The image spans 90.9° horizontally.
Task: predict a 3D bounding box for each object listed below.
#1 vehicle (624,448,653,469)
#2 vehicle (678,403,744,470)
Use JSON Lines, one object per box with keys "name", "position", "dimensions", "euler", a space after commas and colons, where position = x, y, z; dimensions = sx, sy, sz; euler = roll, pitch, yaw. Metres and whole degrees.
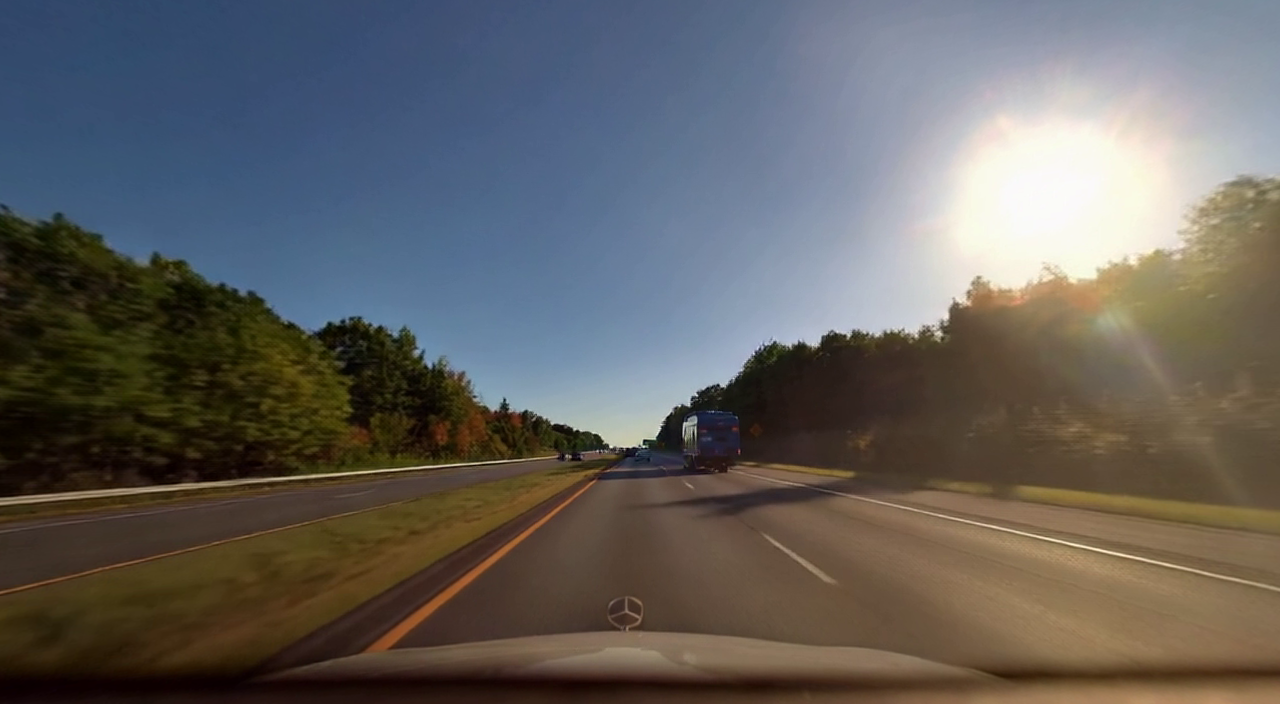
{"name": "vehicle", "position": [-0.145, 7.381, 43.785], "dimensions": [1.926, 1.386, 3.615], "euler": [0, -9, 0]}
{"name": "vehicle", "position": [4.808, 6.279, 45.938], "dimensions": [2.939, 4.129, 14.300], "euler": [0, -9, -1]}
